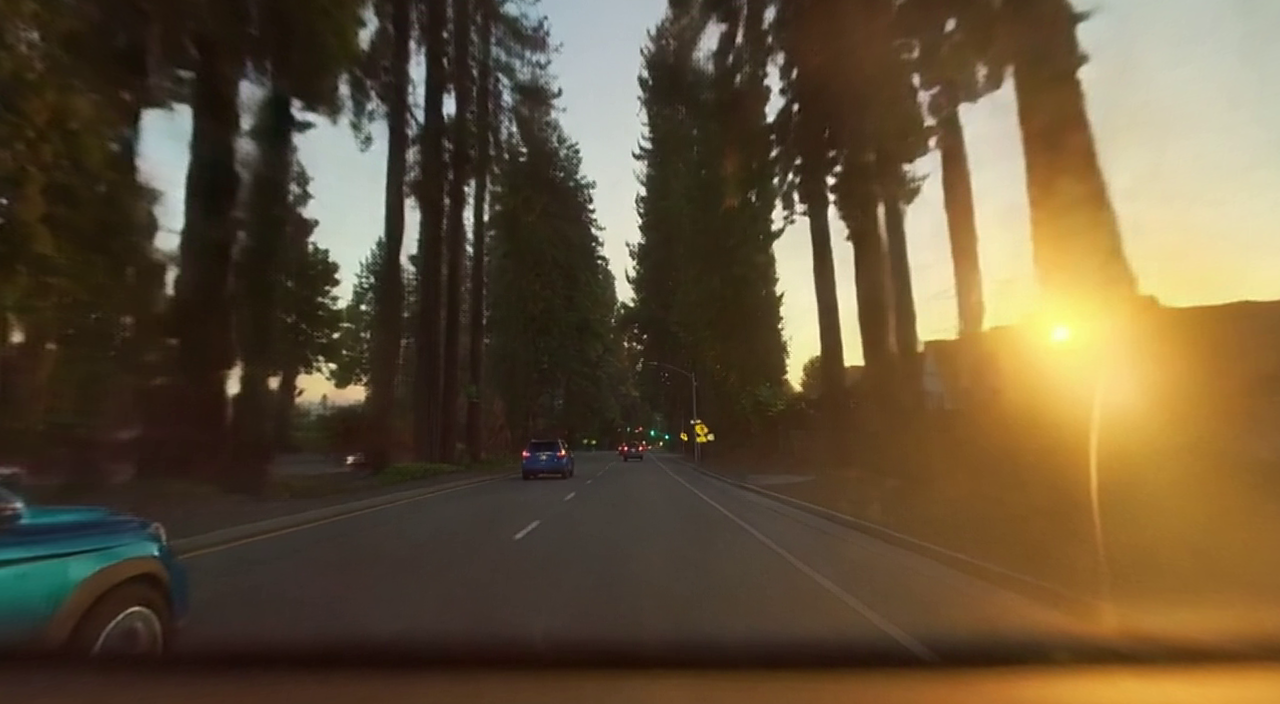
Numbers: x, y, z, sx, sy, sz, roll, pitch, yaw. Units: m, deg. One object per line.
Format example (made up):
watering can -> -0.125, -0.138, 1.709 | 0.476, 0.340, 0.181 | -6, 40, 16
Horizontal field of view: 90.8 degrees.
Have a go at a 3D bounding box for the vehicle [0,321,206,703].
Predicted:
vehicle -> -3.335, 0.590, 1.063 | 2.152, 1.731, 4.335 | 0, -8, -1

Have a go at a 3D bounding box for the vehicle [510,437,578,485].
vehicle -> -3.725, 4.300, 25.301 | 2.078, 1.748, 4.279 | 0, -8, 0
